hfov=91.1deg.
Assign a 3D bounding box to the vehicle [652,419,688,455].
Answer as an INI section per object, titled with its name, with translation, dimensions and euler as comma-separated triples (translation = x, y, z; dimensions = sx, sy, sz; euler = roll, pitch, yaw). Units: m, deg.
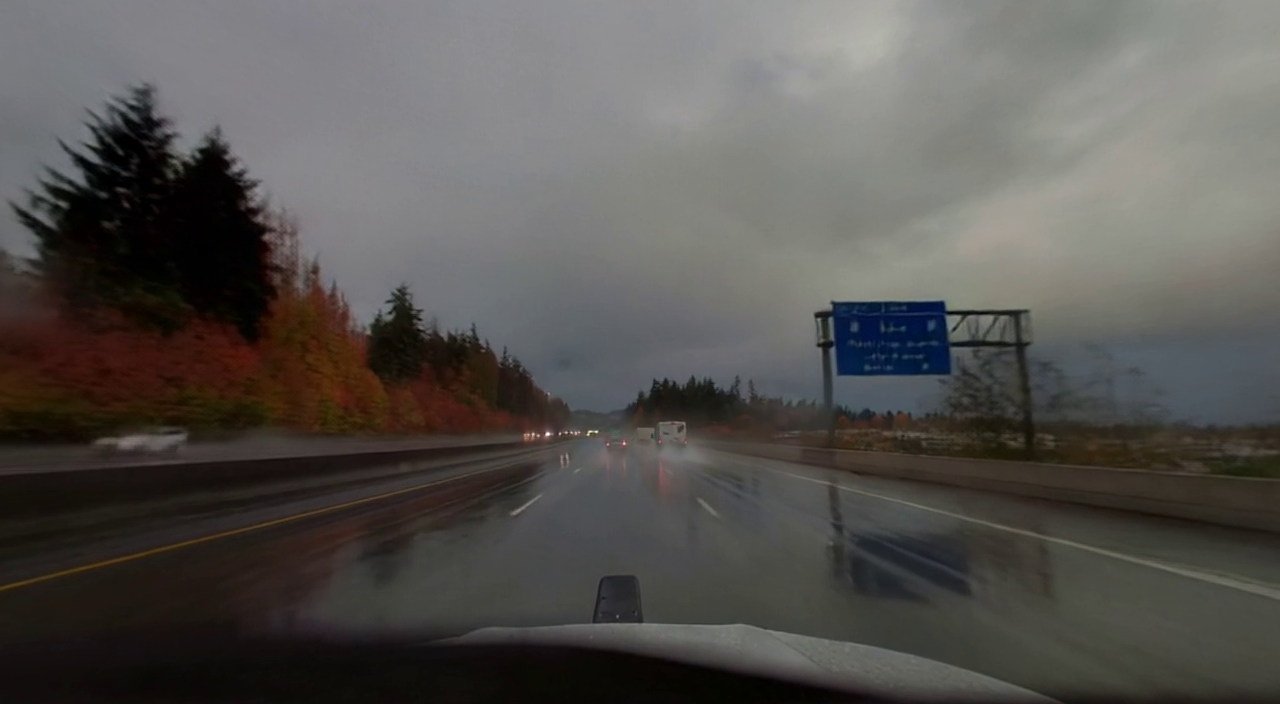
[vehicle]
translation = 2.224, 6.647, 48.967
dimensions = 2.411, 2.614, 5.781
euler = 0, -8, -1
